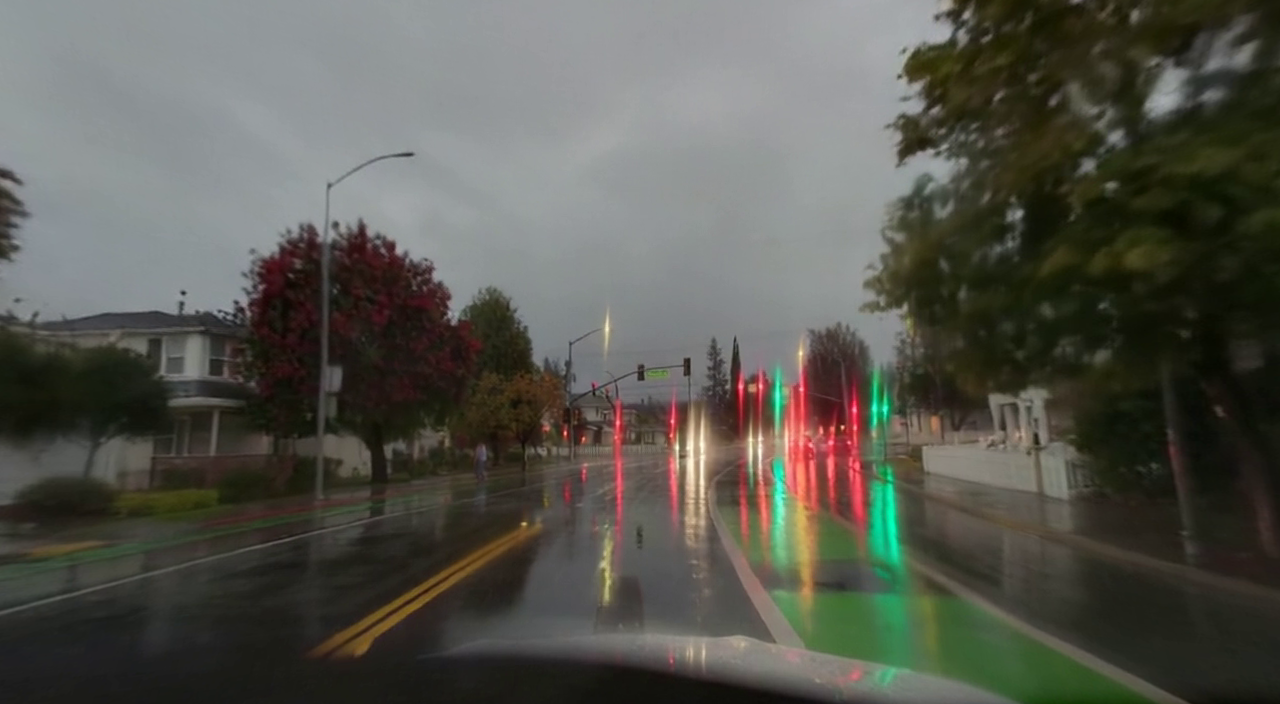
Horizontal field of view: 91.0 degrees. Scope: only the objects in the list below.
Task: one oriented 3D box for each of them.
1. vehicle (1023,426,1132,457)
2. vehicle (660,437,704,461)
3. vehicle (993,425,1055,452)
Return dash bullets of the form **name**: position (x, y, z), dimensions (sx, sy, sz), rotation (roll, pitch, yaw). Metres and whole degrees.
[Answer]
- **vehicle**: position (23.616, 4.838, 34.270), dimensions (1.972, 1.477, 5.340), rotation (-2, -8, -2)
- **vehicle**: position (2.843, 6.413, 41.824), dimensions (1.904, 1.489, 4.746), rotation (-3, -9, 16)
- **vehicle**: position (24.138, 5.509, 39.765), dimensions (1.937, 1.474, 5.114), rotation (-5, -10, 16)
